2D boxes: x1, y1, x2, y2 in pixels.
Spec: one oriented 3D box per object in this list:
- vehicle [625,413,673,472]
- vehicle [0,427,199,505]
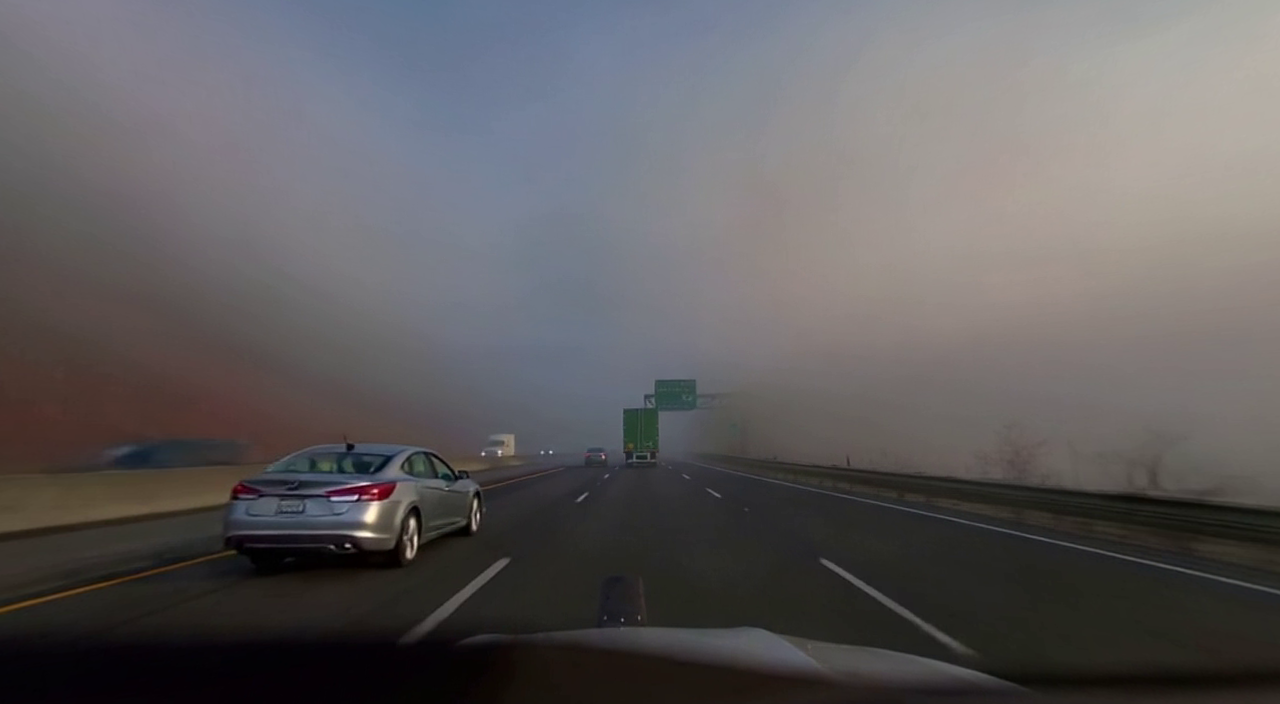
[{"bbox_3d":[0.457,6.362,44.024,2.893,3.628,9.081,0,-9,-2],"label":"vehicle"},{"bbox_3d":[-12.477,2.533,14.299,2.104,1.492,3.856,0,-9,0],"label":"vehicle"}]
